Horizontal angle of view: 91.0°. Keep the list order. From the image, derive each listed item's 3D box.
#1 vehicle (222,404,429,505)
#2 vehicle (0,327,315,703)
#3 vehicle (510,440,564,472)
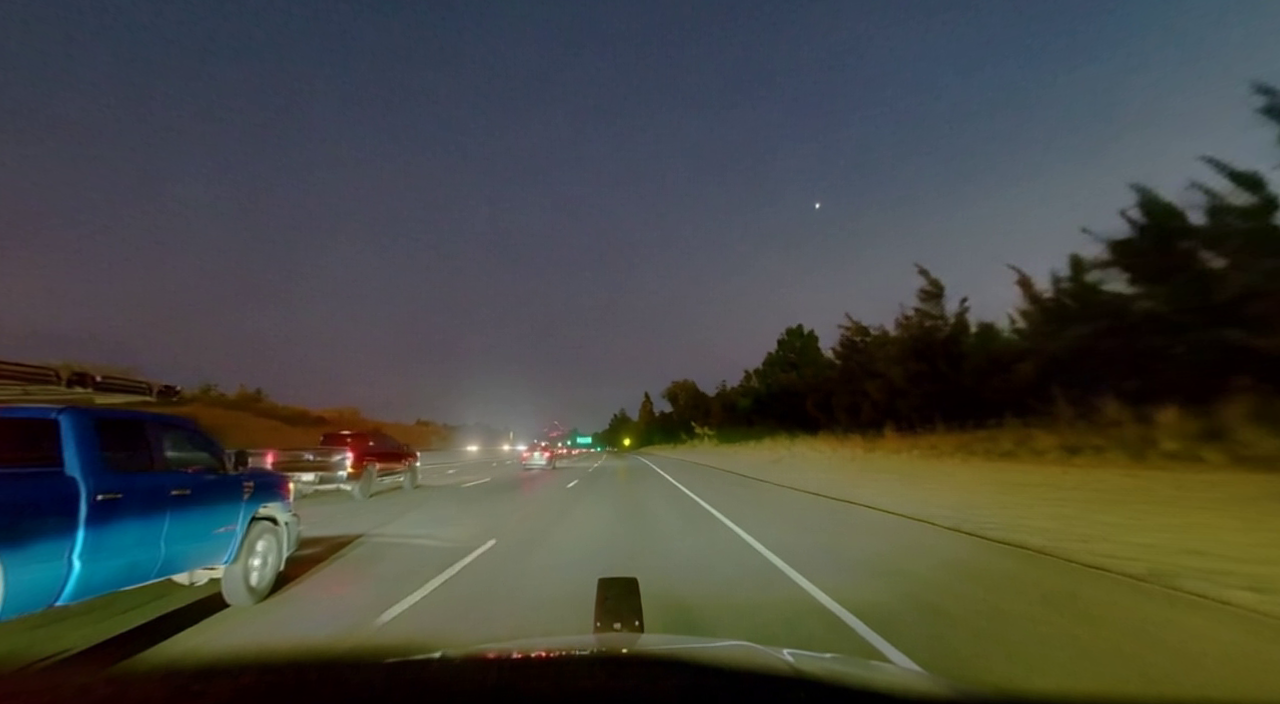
[{"bbox_3d":[-8.068,2.749,17.178,2.594,2.254,6.028,0,-9,-1],"label":"vehicle"},{"bbox_3d":[-3.899,0.804,2.755,2.200,1.807,5.041,0,-9,1],"label":"vehicle"},{"bbox_3d":[-5.141,5.251,31.948,2.012,1.509,4.359,0,-9,0],"label":"vehicle"}]
